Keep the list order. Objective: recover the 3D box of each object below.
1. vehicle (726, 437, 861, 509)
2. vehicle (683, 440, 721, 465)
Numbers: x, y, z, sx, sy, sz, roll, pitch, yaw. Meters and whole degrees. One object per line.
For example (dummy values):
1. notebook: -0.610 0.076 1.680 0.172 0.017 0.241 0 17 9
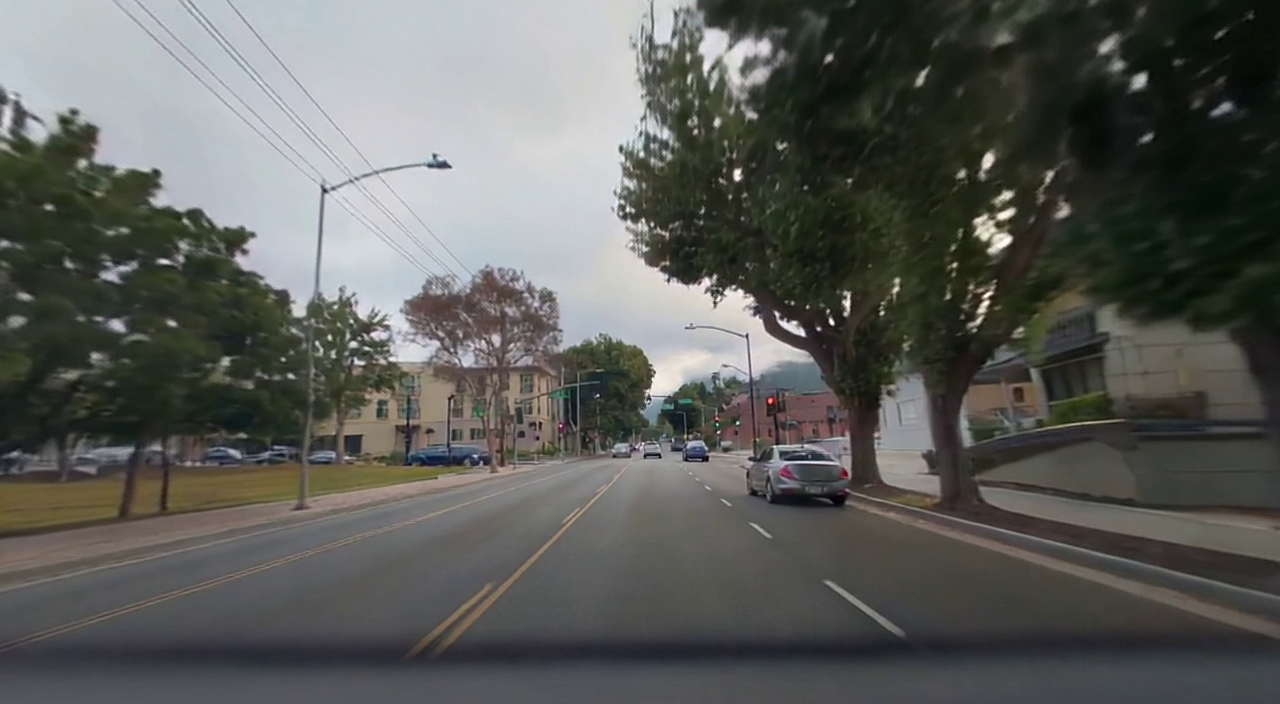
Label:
1. vehicle: 3.528 2.896 15.570 2.072 1.471 4.834 0 -9 -1
2. vehicle: 4.070 6.683 41.952 2.035 1.564 4.719 0 -9 0
